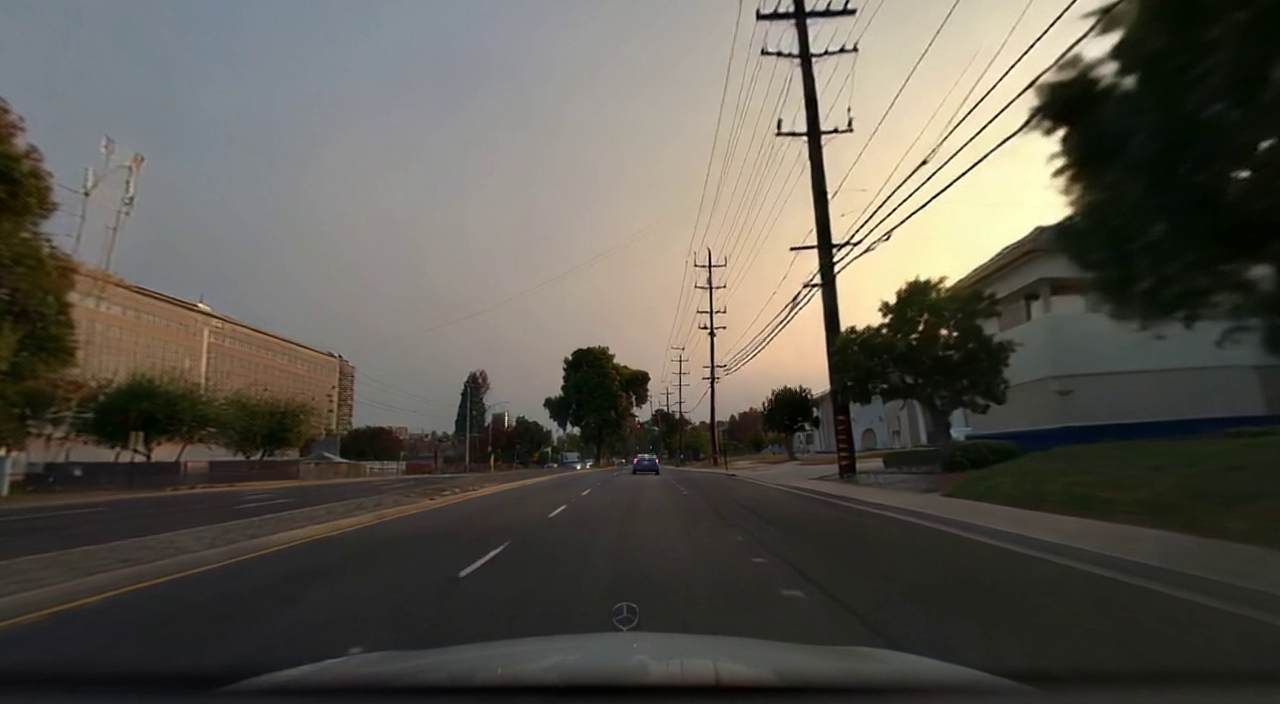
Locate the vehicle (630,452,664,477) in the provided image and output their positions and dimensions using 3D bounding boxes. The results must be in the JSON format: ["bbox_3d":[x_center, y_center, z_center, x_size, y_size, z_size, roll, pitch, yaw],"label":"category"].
[{"bbox_3d":[0.417,7.448,41.992,2.114,1.492,4.453,0,-8,0],"label":"vehicle"}]
